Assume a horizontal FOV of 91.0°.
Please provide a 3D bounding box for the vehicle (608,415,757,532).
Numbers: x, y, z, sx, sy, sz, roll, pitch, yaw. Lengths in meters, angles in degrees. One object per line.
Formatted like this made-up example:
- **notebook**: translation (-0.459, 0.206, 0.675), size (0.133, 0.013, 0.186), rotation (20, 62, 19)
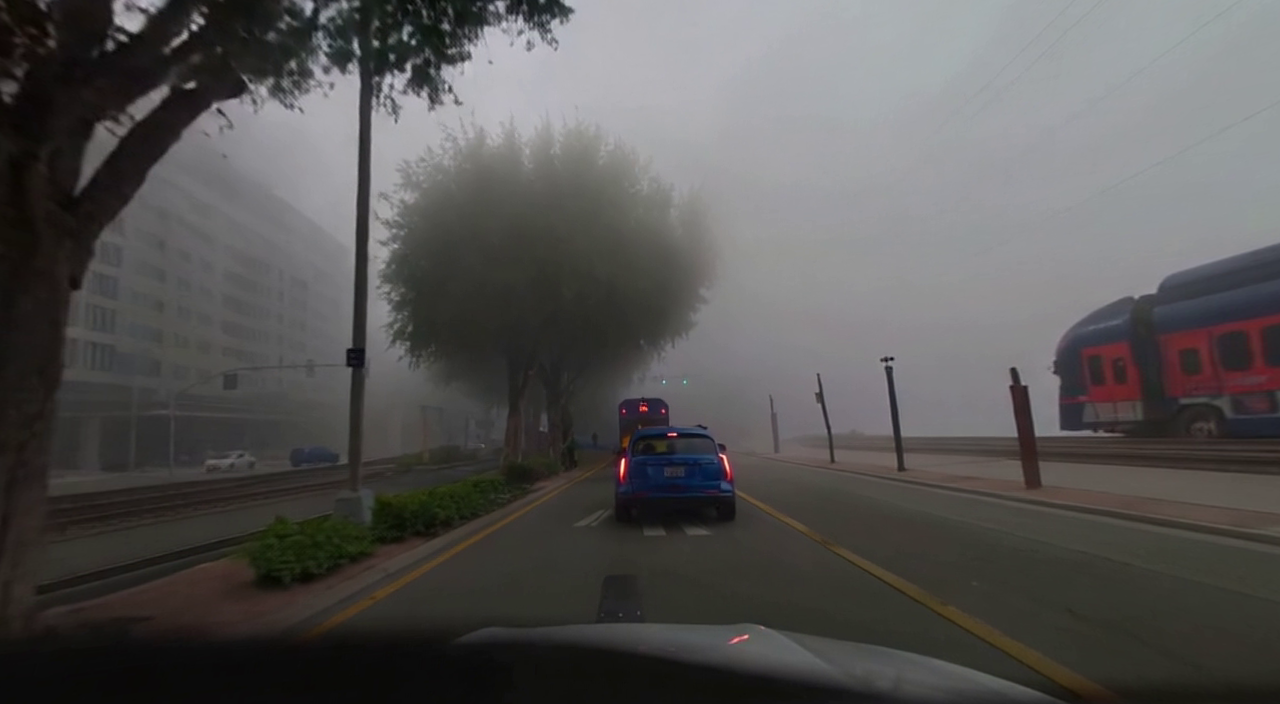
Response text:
- **vehicle**: translation (0.568, 2.094, 11.337), size (2.190, 1.684, 4.084), rotation (0, -9, -1)

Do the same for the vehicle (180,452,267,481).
- **vehicle**: translation (-23.223, 6.365, 35.371), size (1.900, 1.465, 4.781), rotation (0, -9, -4)
